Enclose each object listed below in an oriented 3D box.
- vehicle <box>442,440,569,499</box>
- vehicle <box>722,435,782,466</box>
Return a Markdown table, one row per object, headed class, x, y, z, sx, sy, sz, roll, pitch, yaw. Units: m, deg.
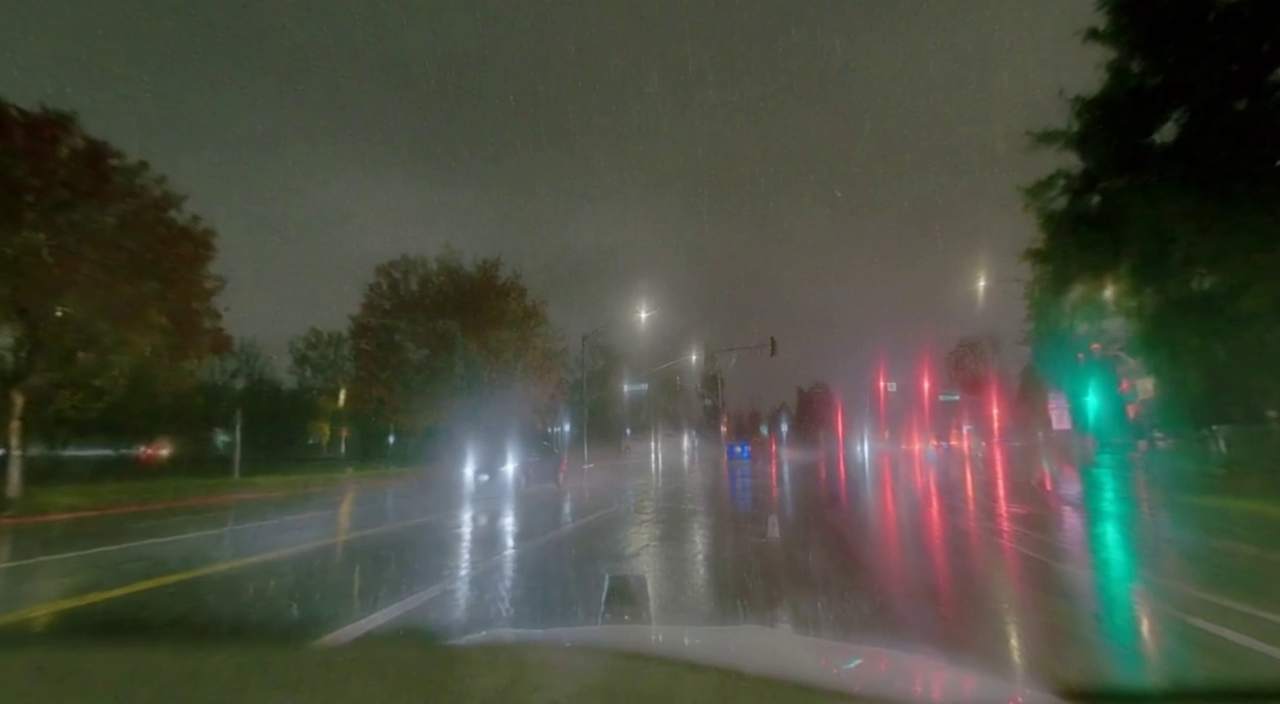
| class | x | y | z | sx | sy | sz | roll | pitch | yaw |
| --- | --- | --- | --- | --- | --- | --- | --- | --- | --- |
| vehicle | -3.934 | 3.527 | 19.396 | 1.983 | 1.562 | 4.652 | -2 | -9 | 13 |
| vehicle | 6.272 | 5.448 | 34.921 | 2.055 | 1.573 | 4.065 | -5 | -10 | 28 |
